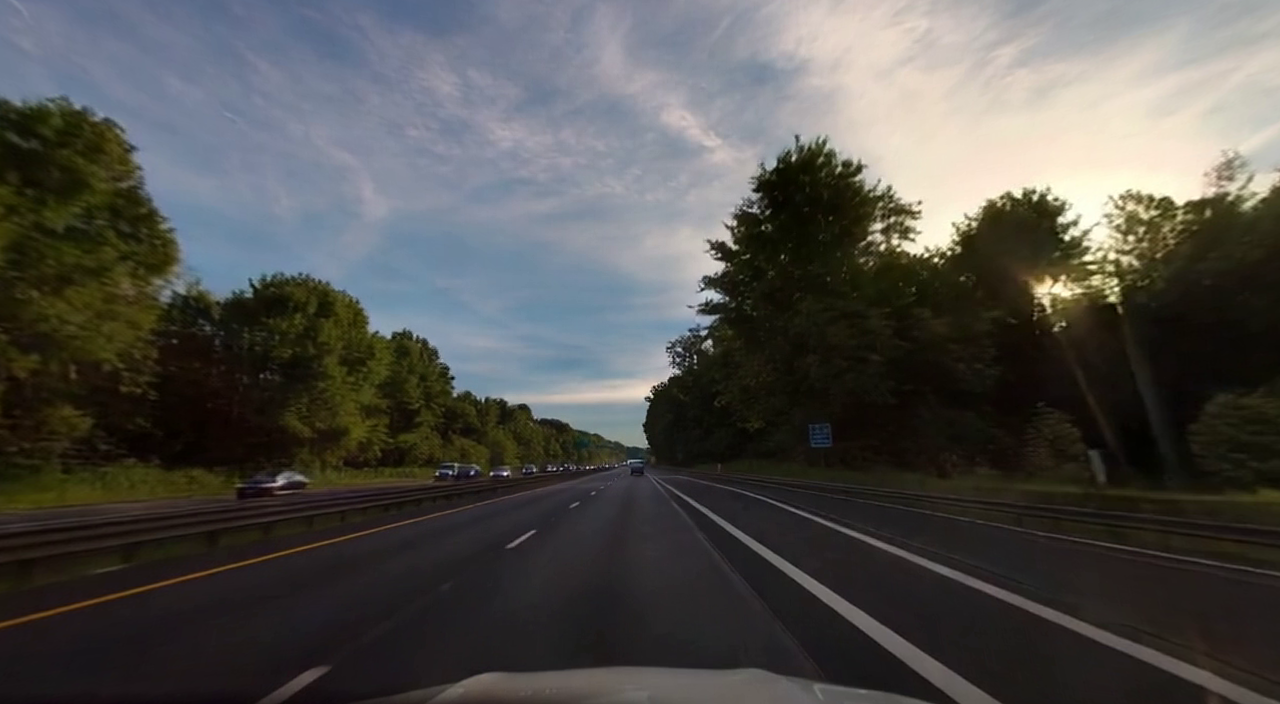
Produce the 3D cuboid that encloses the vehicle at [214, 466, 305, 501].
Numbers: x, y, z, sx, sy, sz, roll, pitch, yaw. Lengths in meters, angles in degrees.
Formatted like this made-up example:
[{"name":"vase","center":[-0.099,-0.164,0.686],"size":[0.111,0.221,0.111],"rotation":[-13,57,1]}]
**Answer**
[{"name":"vehicle","center":[-16.967,5.847,28.290],"size":[1.686,1.428,3.761],"rotation":[1,-10,0]}]
